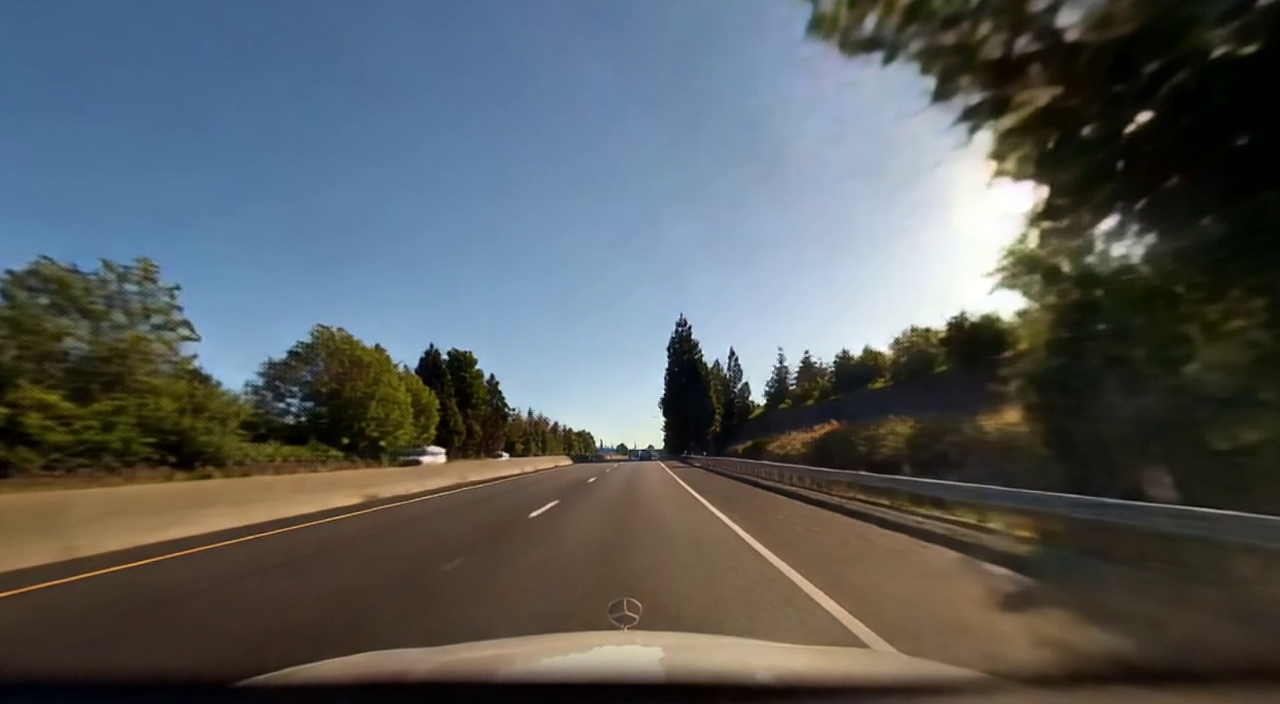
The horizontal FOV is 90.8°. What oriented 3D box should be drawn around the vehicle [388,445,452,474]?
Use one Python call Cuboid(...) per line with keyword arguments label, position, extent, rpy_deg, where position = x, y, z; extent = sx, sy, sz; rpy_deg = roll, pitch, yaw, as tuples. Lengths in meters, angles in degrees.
Cuboid(label="vehicle", position=(-13.103, 6.431, 37.850), extent=(2.080, 1.583, 4.614), rpy_deg=(0, -9, 1))
